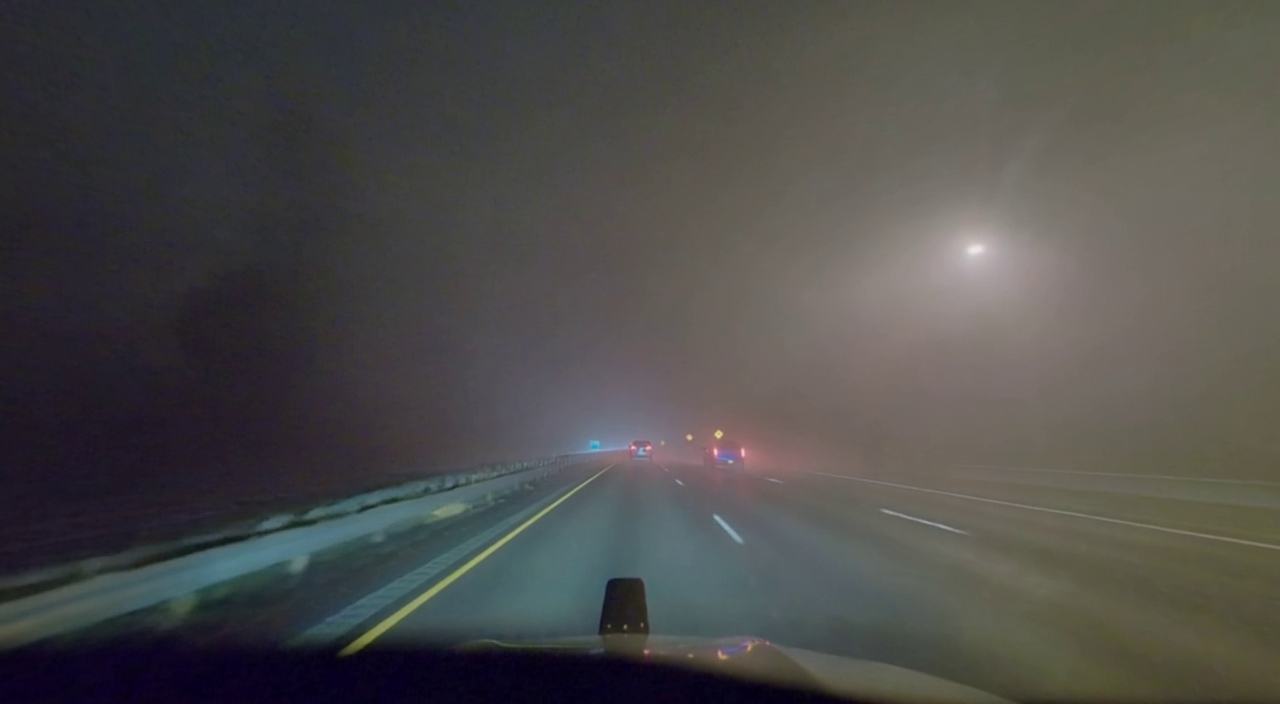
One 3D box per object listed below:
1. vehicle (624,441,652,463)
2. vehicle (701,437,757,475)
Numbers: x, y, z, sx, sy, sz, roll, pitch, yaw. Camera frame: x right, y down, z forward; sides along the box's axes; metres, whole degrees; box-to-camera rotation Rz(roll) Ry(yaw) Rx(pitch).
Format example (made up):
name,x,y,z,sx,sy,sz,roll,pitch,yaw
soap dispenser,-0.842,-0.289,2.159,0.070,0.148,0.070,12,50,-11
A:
name,x,y,z,sx,sy,sz,roll,pitch,yaw
vehicle,-0.141,7.477,47.003,2.009,1.554,4.013,0,-8,1
vehicle,4.047,4.782,29.226,2.037,1.609,4.036,0,-8,0
